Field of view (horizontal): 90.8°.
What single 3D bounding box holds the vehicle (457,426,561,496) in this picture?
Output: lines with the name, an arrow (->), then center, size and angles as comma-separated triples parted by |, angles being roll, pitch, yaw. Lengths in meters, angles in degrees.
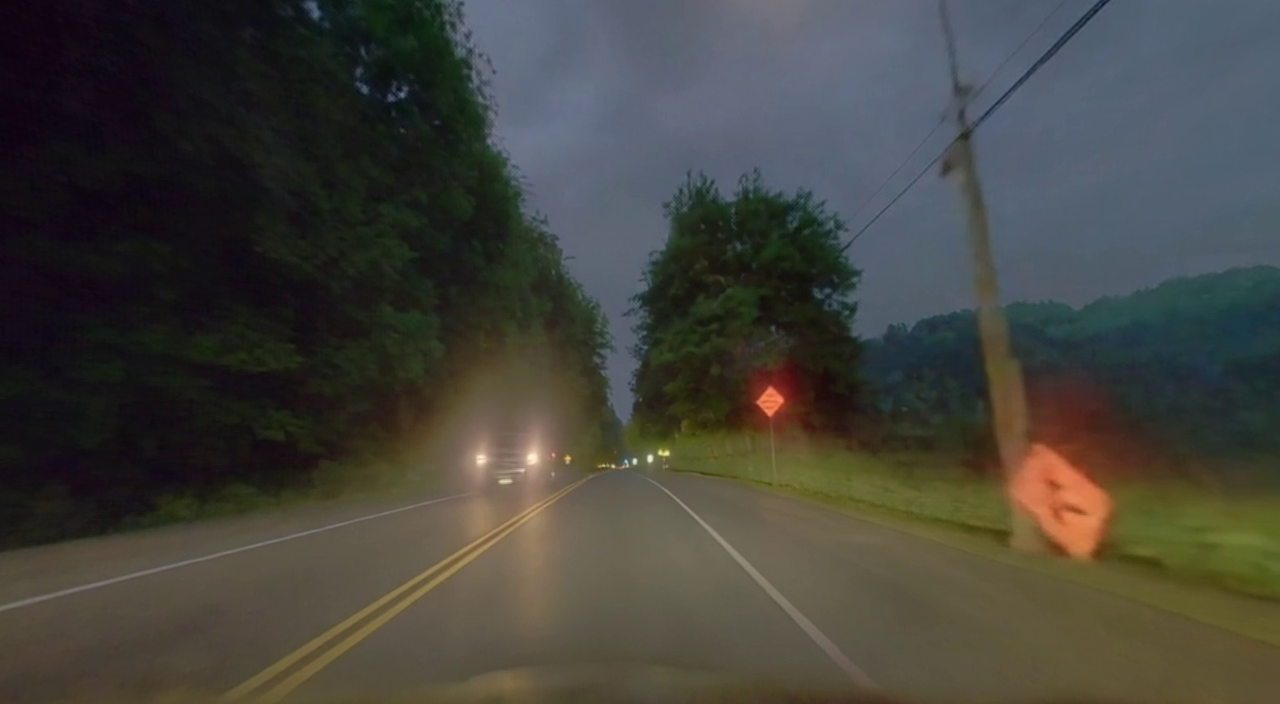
vehicle -> -4.581, 3.951, 23.300 | 2.638, 2.200, 5.867 | -1, -8, 0
